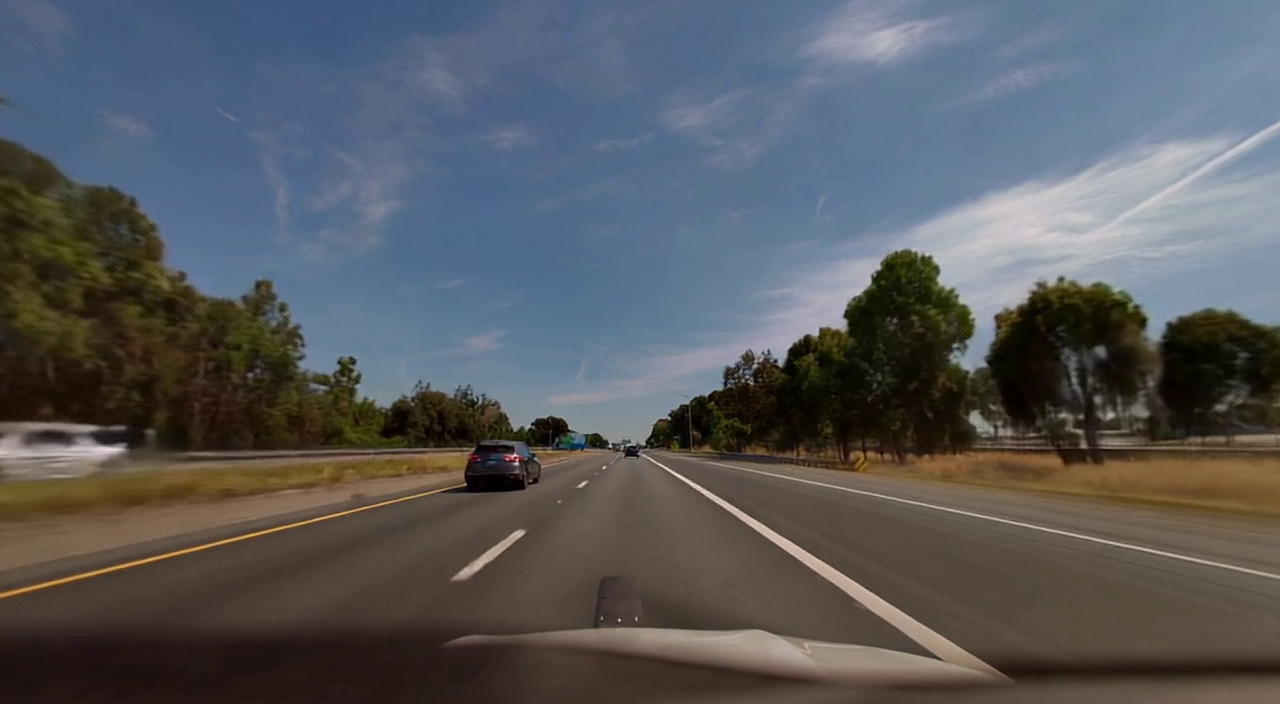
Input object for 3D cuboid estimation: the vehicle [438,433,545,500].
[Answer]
[{"bbox_3d":[-4.243,3.344,18.749,2.111,1.717,4.426,0,-9,0],"label":"vehicle"}]
